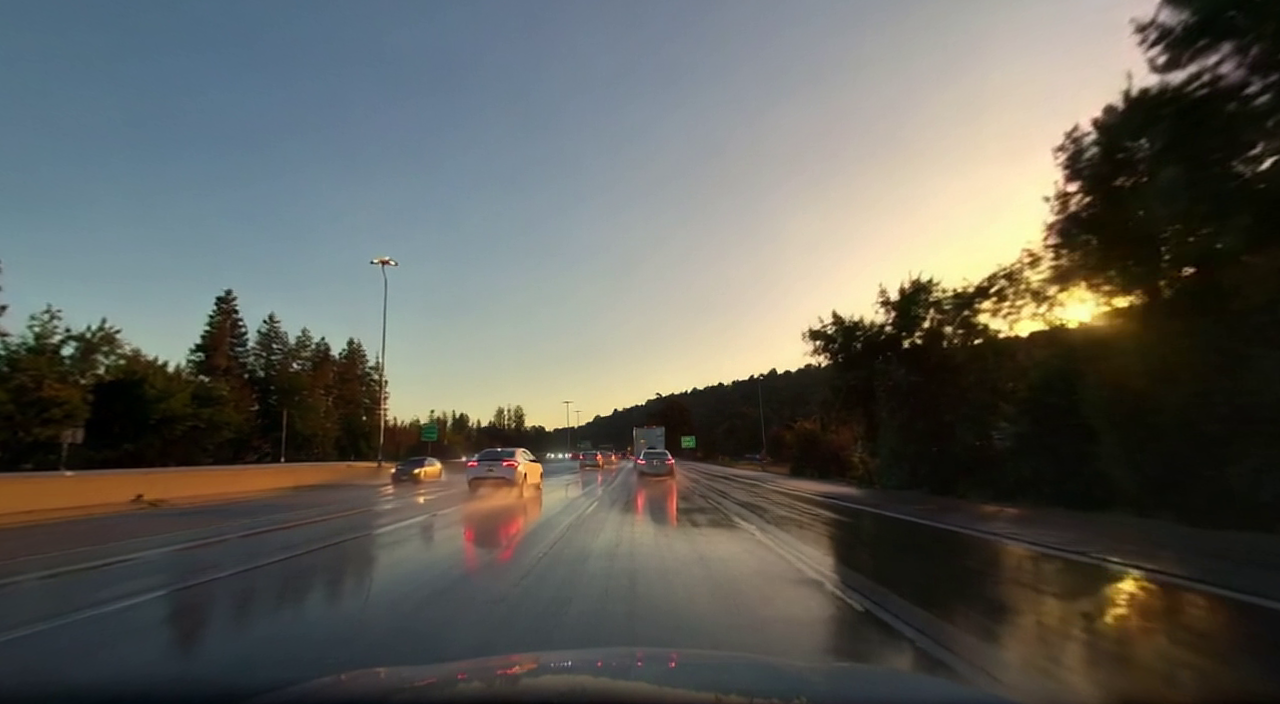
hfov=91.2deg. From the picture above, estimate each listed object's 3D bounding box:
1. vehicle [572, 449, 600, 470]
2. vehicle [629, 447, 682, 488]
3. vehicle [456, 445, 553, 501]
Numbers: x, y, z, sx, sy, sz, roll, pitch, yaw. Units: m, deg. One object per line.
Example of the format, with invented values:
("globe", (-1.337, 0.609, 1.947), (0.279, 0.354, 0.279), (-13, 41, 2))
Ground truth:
("vehicle", (-4.066, 8.122, 47.594), (1.837, 1.530, 3.844), (0, -9, 0))
("vehicle", (0.580, 4.678, 25.733), (2.015, 1.526, 4.286), (0, -9, 0))
("vehicle", (-3.960, 3.612, 19.125), (1.940, 1.502, 4.463), (0, -9, 1))
